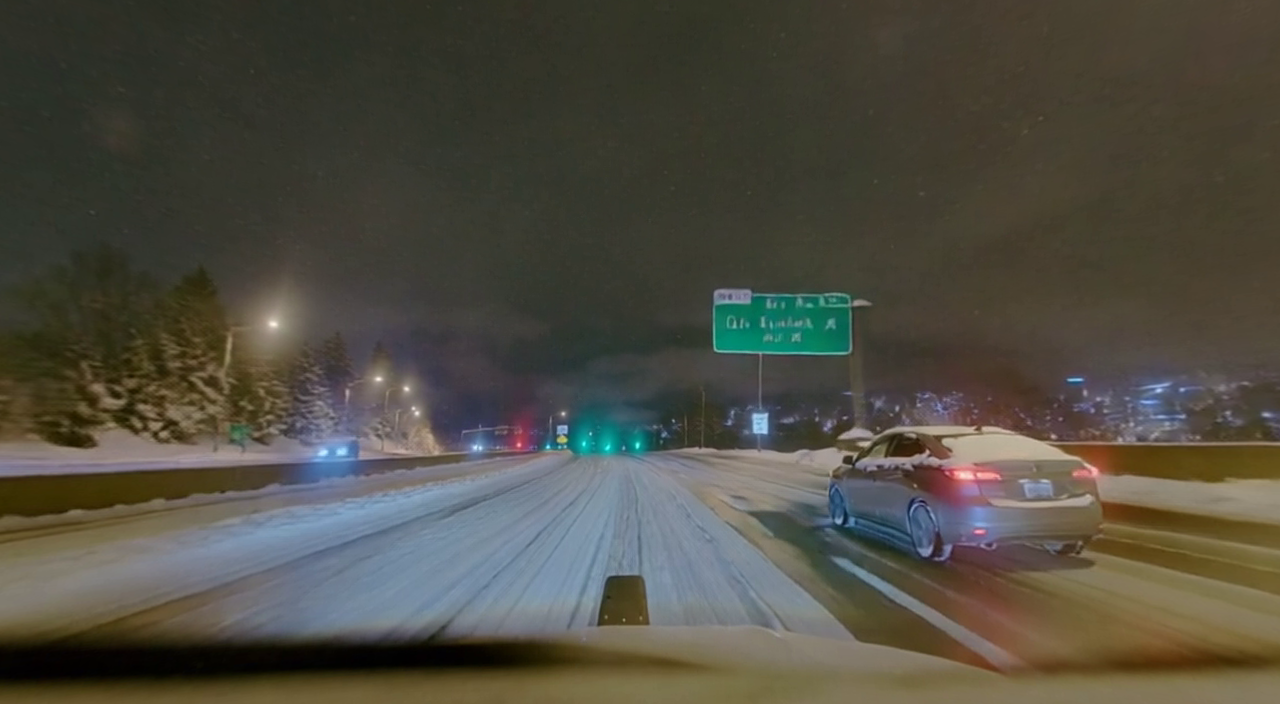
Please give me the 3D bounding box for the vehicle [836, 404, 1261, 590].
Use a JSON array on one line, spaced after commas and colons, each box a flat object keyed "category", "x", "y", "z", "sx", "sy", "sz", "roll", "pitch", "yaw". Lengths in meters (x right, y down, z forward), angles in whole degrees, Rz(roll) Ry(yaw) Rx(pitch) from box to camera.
[{"category": "vehicle", "x": 4.261, "y": 1.589, "z": 7.837, "sx": 2.104, "sy": 1.575, "sz": 4.698, "roll": 0, "pitch": -8, "yaw": 0}]
